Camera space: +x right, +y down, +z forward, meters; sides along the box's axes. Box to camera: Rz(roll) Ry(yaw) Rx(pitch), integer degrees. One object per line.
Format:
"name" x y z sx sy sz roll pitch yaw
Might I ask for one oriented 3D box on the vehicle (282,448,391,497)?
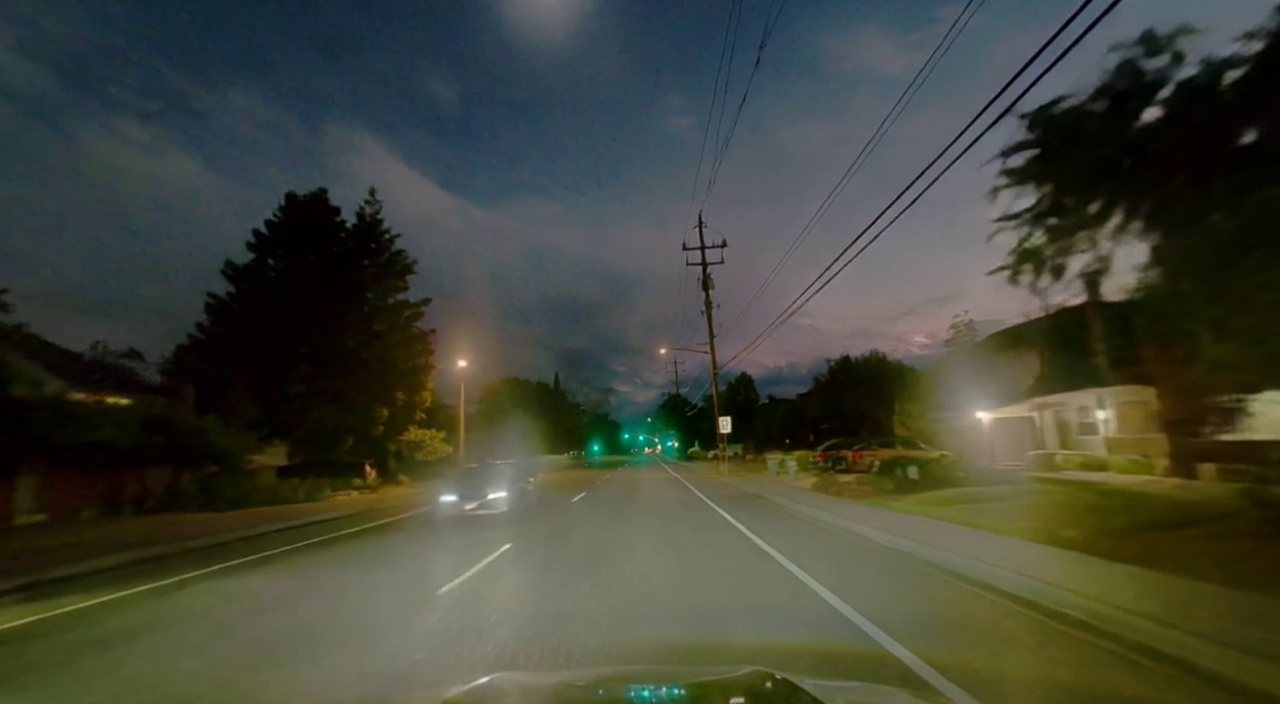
"vehicle" -13.044 5.196 27.521 2.053 1.906 4.889 0 -9 3

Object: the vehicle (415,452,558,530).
"vehicle" -3.072 2.861 13.541 1.968 1.394 3.890 0 -9 2

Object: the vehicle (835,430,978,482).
"vehicle" 10.434 4.085 24.934 4.626 1.731 2.007 -3 -9 -1
